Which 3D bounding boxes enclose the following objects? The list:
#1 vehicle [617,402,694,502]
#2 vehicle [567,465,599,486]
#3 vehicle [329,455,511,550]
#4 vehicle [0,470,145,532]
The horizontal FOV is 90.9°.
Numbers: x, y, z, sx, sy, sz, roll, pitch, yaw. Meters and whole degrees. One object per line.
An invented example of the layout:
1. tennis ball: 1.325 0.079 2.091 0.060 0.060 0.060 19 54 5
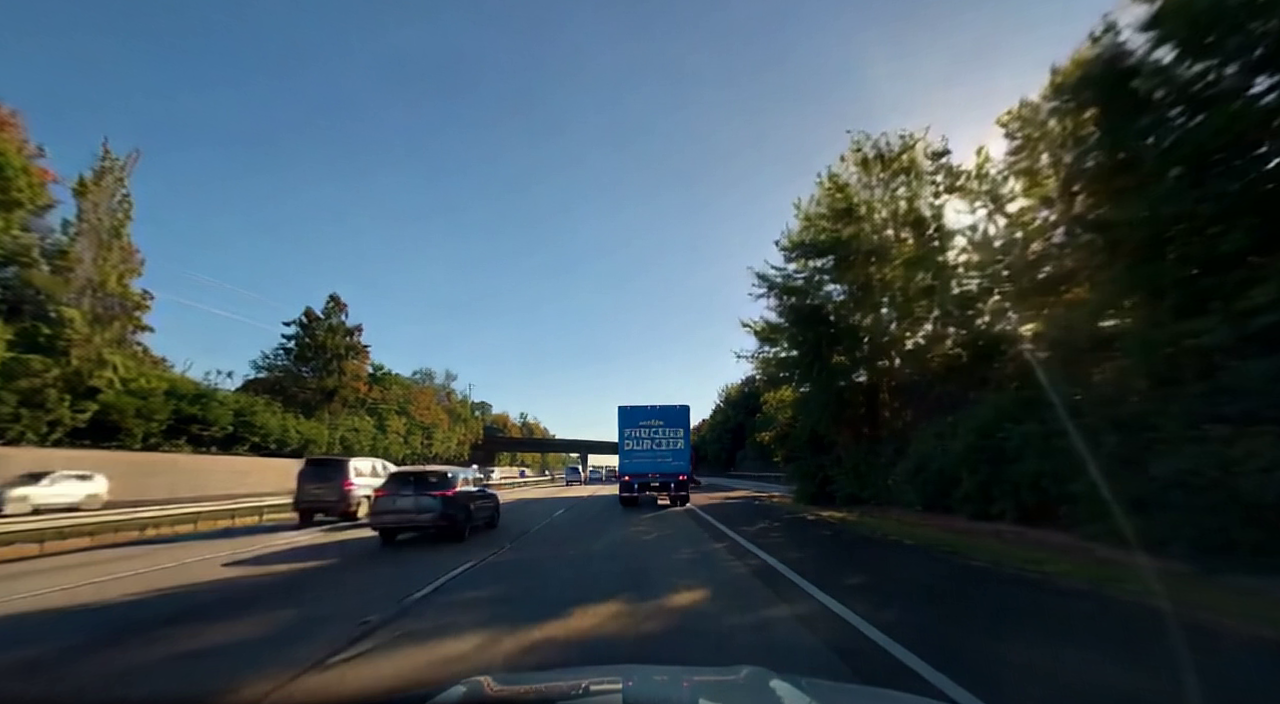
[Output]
1. vehicle: 0.505 4.717 29.137 2.980 3.834 9.423 1 -10 -1
2. vehicle: -4.355 9.544 48.920 2.060 1.535 4.109 1 -10 0
3. vehicle: -4.096 2.898 12.728 1.978 1.516 4.617 1 -10 0
4. vehicle: -16.111 4.045 17.496 1.762 1.459 3.631 1 -10 -2
